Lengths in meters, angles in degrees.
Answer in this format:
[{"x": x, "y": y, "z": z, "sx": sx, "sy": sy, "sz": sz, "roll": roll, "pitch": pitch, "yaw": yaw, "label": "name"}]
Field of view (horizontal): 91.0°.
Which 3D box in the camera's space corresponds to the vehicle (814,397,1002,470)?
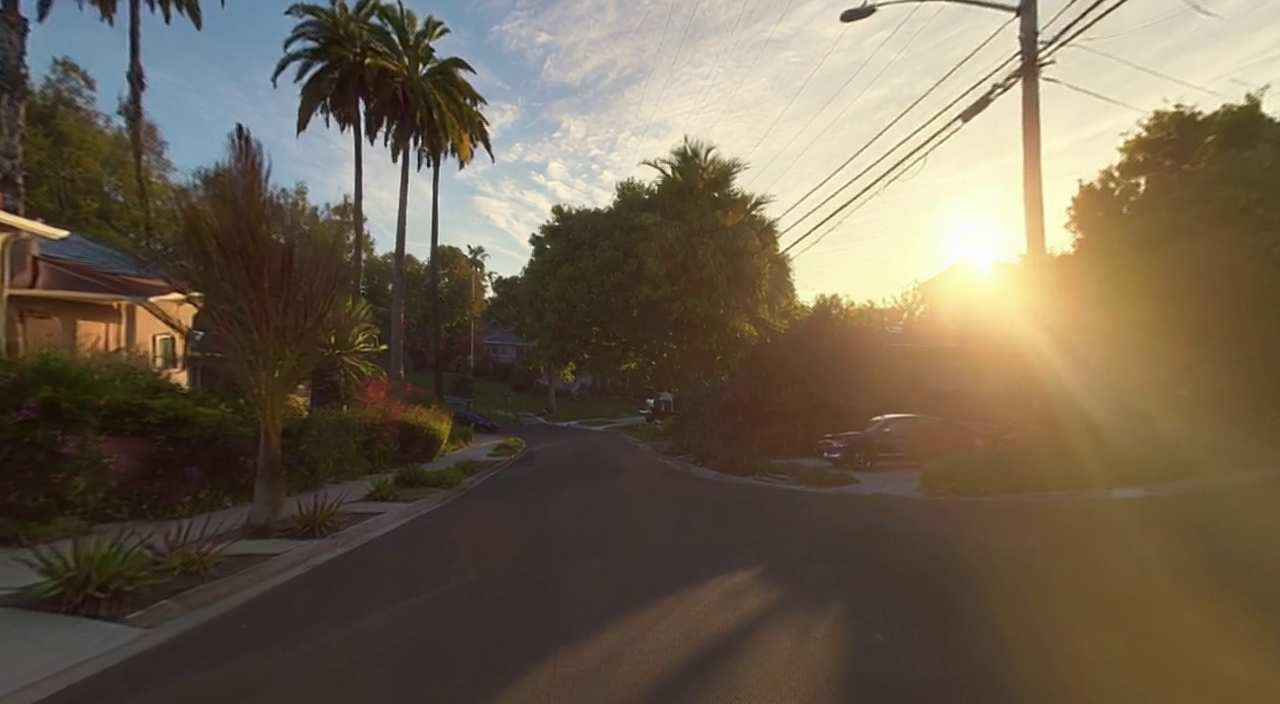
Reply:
[{"x": 8.539, "y": 2.660, "z": 20.017, "sx": 5.663, "sy": 1.913, "sz": 2.170, "roll": 6, "pitch": -10, "yaw": -23, "label": "vehicle"}]
